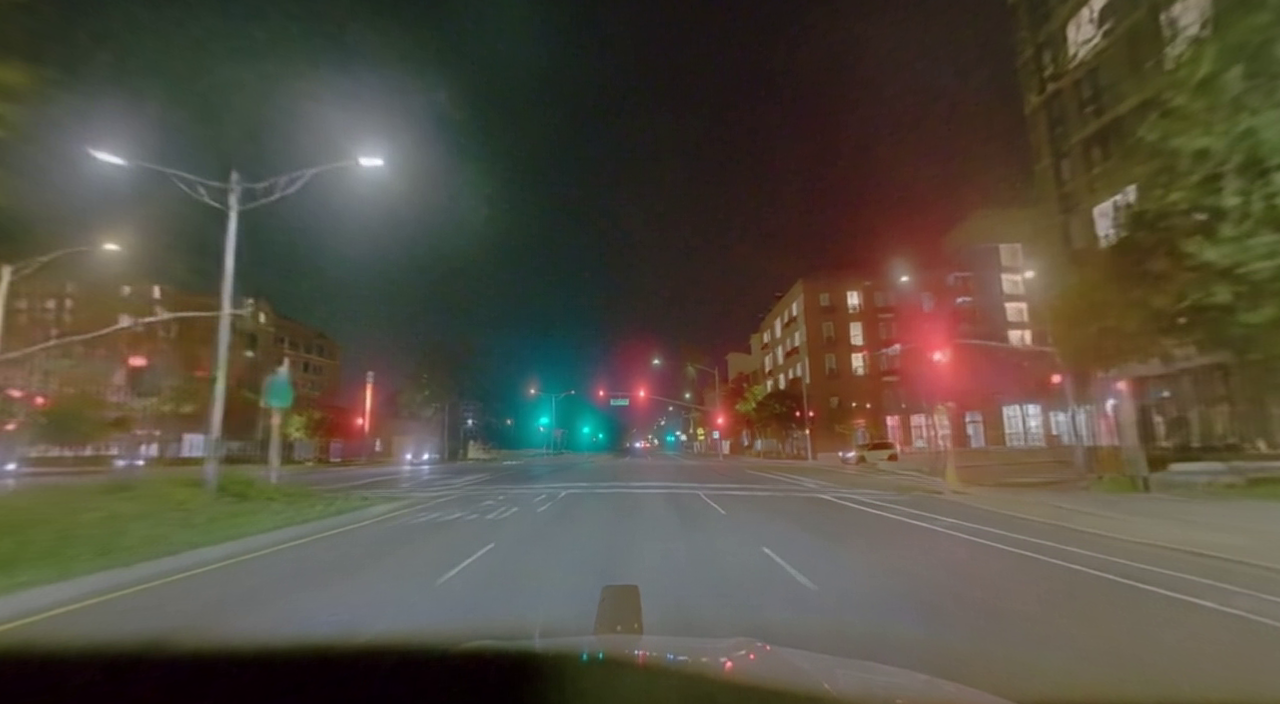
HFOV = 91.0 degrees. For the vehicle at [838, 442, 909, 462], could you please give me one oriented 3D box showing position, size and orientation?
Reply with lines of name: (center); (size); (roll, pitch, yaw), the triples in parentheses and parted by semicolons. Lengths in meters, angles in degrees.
vehicle: (17.636, 7.552, 47.657); (4.583, 1.426, 1.892); (0, -9, -3)
